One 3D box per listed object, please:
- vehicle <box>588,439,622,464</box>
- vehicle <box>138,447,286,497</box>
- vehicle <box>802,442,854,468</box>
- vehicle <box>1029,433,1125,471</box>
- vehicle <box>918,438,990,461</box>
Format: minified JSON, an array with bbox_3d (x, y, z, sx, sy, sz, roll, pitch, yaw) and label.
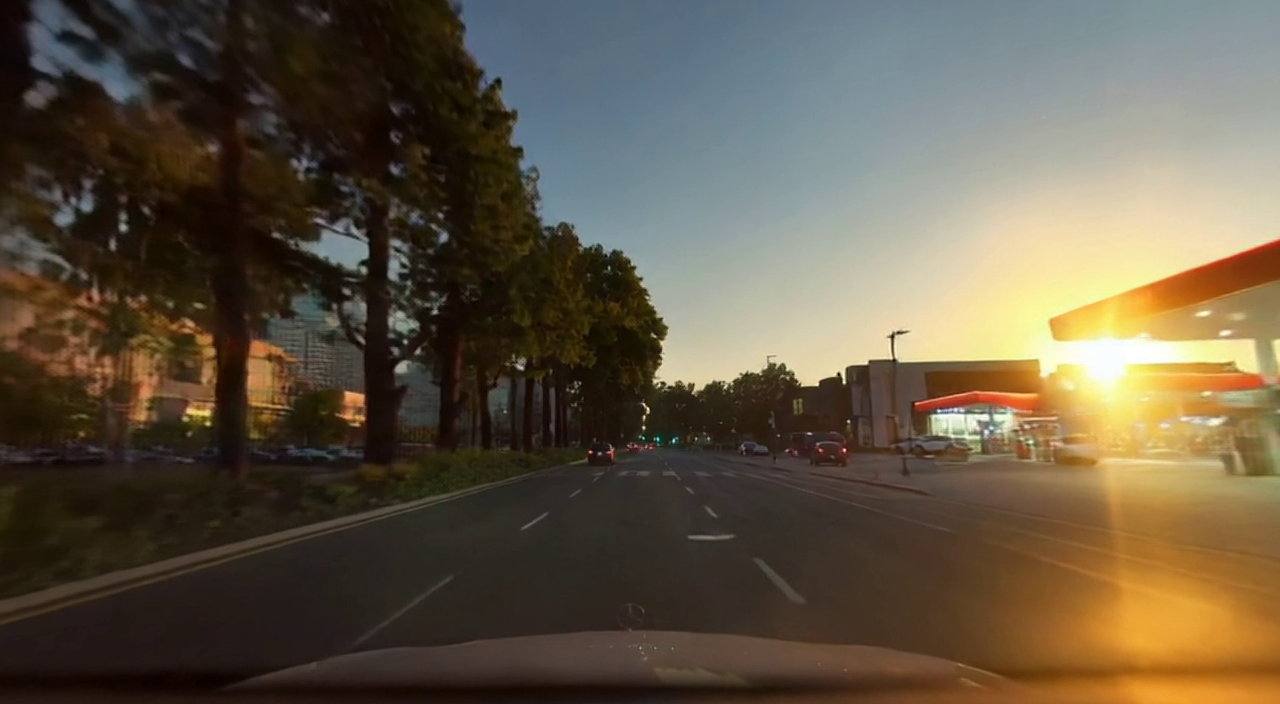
[{"bbox_3d":[-2.561,7.496,47.585,2.196,1.801,4.542,0,-8,1],"label":"vehicle"},{"bbox_3d":[-14.962,4.182,22.444,1.894,1.574,4.655,-1,-8,2],"label":"vehicle"},{"bbox_3d":[11.860,6.479,39.973,1.967,1.500,4.353,-1,-8,1],"label":"vehicle"},{"bbox_3d":[21.424,4.861,30.871,4.484,1.697,1.959,5,-10,-30],"label":"vehicle"},{"bbox_3d":[21.518,6.635,43.100,4.674,1.471,1.954,4,-10,-28],"label":"vehicle"}]
